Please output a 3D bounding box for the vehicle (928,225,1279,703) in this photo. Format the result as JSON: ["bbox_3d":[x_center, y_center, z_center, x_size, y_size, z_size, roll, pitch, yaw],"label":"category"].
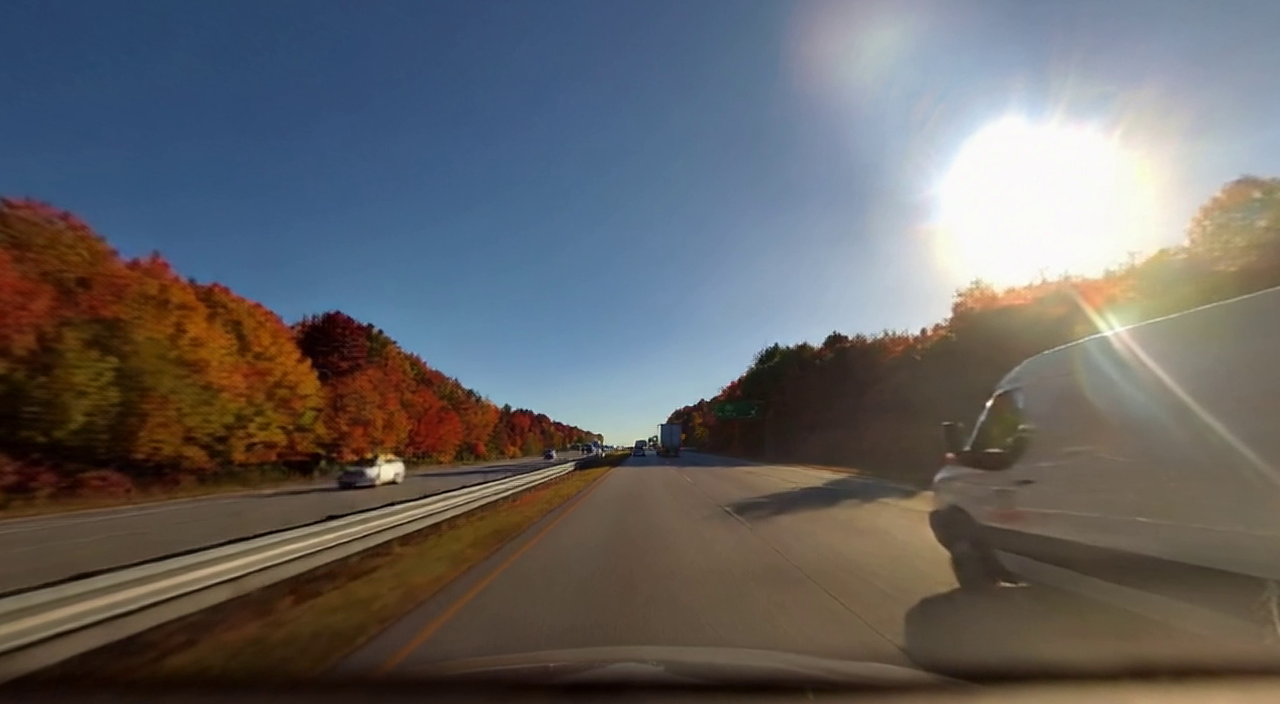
[{"bbox_3d":[3.429,0.631,2.351,2.291,2.112,5.052,0,-8,0],"label":"vehicle"}]
